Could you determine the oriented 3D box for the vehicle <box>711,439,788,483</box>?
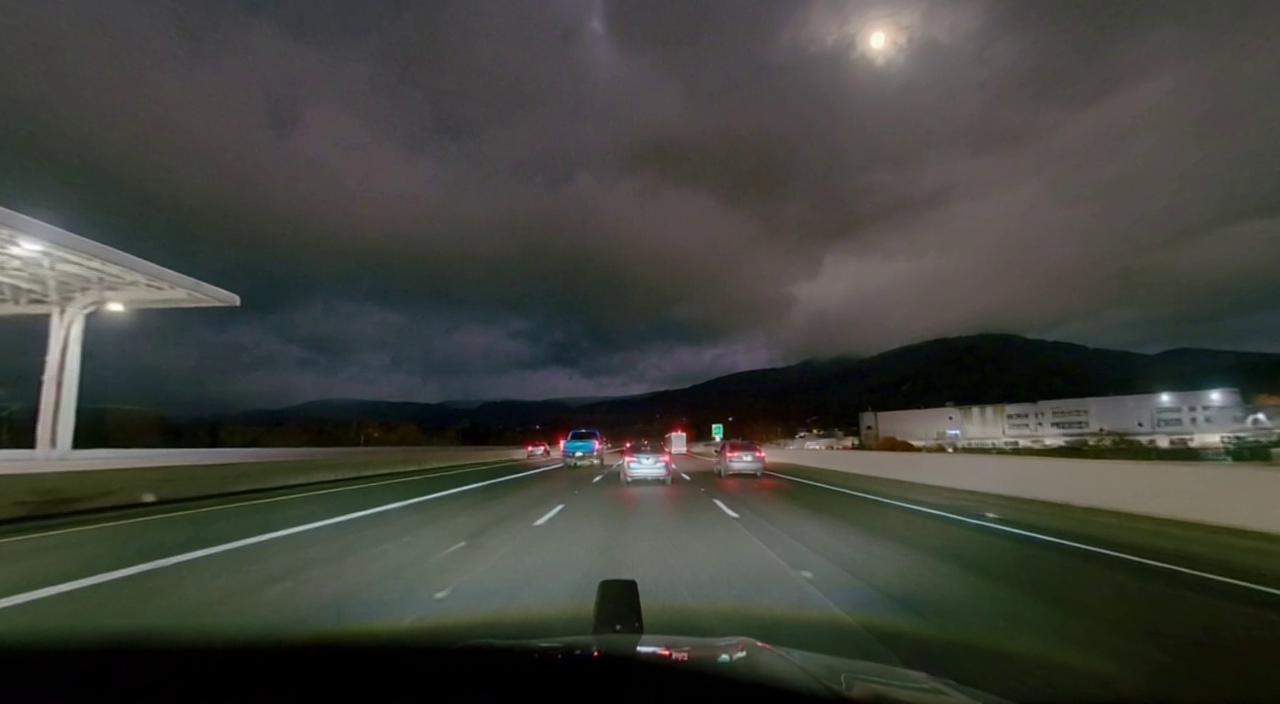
[{"bbox_3d":[4.015,4.080,23.929,2.023,1.510,4.773,0,-8,-1],"label":"vehicle"}]

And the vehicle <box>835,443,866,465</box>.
[{"bbox_3d":[16.389,7.946,49.221,1.778,1.564,3.906,-1,-9,11],"label":"vehicle"}]

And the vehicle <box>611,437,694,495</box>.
[{"bbox_3d":[0.313,3.293,18.534,2.171,1.493,4.081,0,-8,0],"label":"vehicle"}]

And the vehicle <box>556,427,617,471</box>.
[{"bbox_3d":[-2.830,5.441,35.480,2.733,2.230,6.820,0,-8,1],"label":"vehicle"}]
